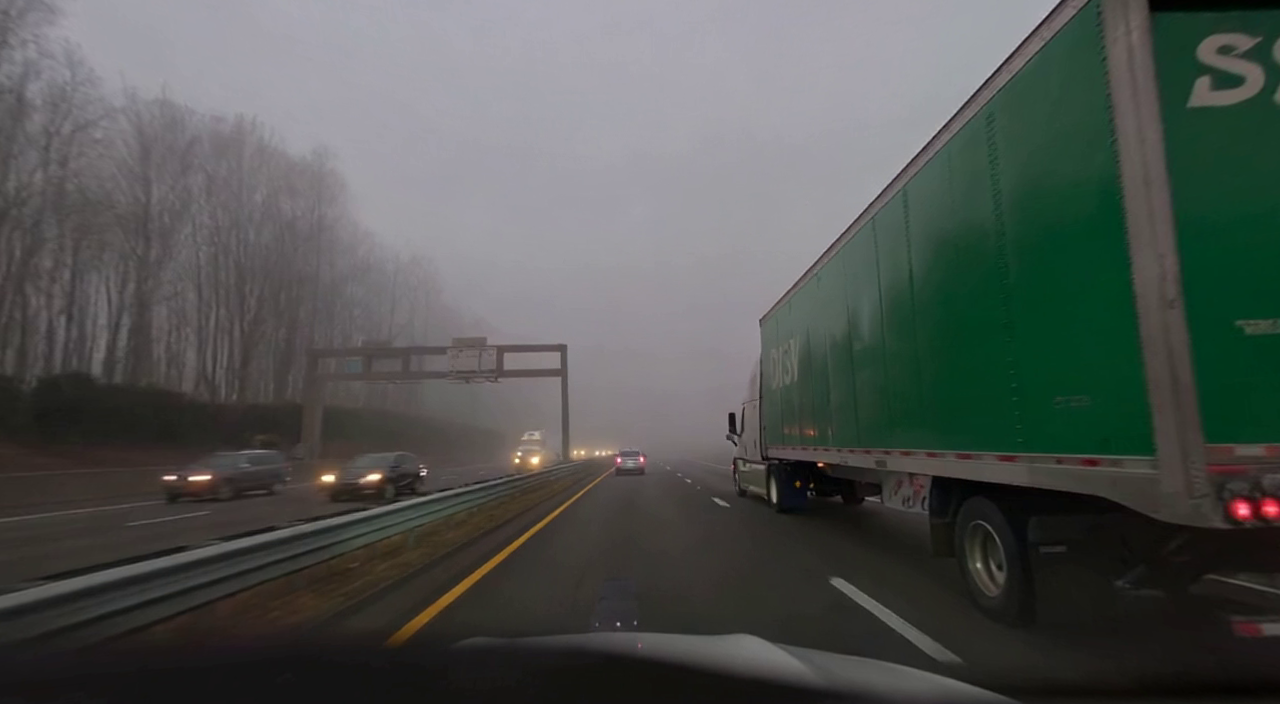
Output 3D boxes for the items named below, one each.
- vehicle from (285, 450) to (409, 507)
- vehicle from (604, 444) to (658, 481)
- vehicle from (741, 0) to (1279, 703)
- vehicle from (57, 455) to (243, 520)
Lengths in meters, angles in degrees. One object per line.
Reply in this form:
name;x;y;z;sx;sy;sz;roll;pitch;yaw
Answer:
vehicle;-8.651;3.730;18.921;1.839;1.510;3.949;-1;-9;0
vehicle;-0.382;4.941;28.267;2.244;1.506;4.097;-1;-9;0
vehicle;4.462;0.714;10.088;3.317;4.020;14.141;-1;-9;0
vehicle;-13.027;3.578;17.045;1.864;1.507;3.943;-1;-9;0
